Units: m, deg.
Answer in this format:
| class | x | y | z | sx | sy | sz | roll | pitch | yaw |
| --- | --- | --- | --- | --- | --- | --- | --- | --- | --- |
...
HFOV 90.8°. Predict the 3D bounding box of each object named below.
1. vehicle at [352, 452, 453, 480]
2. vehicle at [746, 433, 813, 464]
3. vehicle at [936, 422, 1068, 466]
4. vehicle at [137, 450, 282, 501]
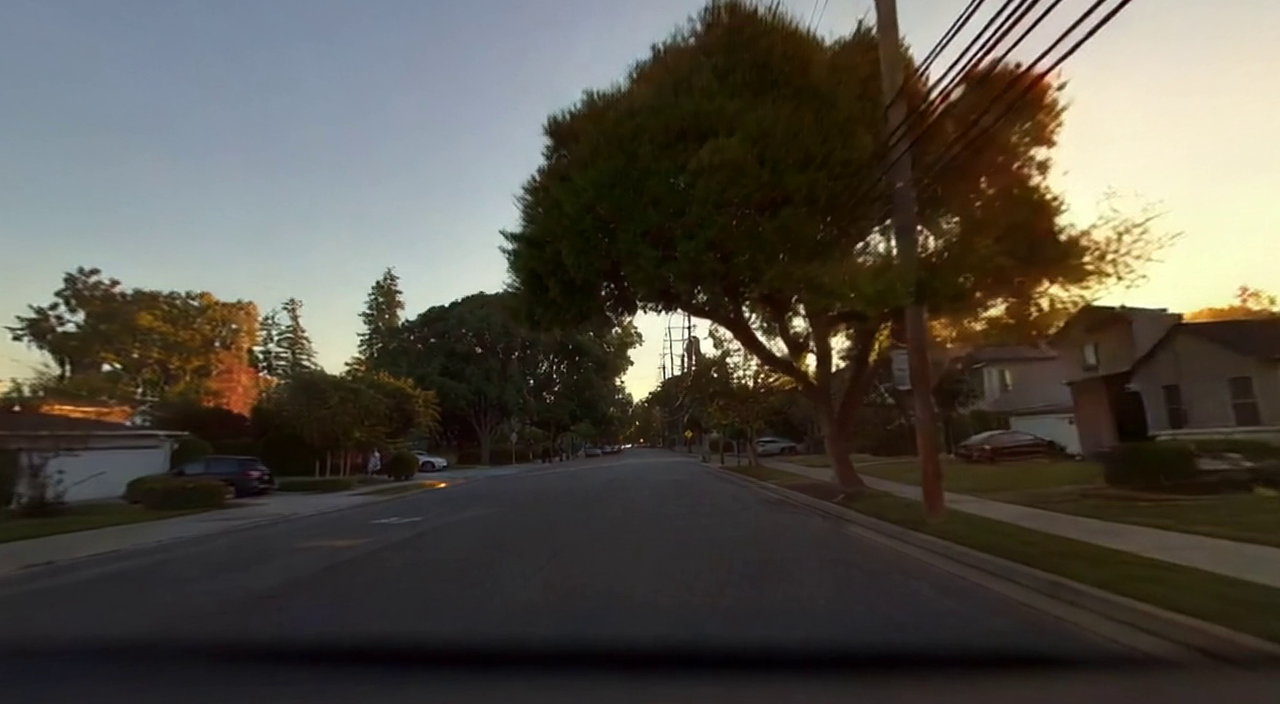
| class | x | y | z | sx | sy | sz | roll | pitch | yaw |
| --- | --- | --- | --- | --- | --- | --- | --- | --- | --- |
| vehicle | -12.826 | 6.138 | 34.219 | 4.718 | 1.454 | 1.843 | -1 | -9 | 5 |
| vehicle | 10.568 | 7.353 | 48.271 | 4.574 | 1.699 | 2.093 | -8 | -8 | 5 |
| vehicle | 14.465 | 3.714 | 25.414 | 4.078 | 1.516 | 1.798 | -3 | -9 | 2 |
| vehicle | -15.335 | 4.386 | 22.912 | 1.816 | 1.614 | 4.866 | 0 | -9 | 0 |
